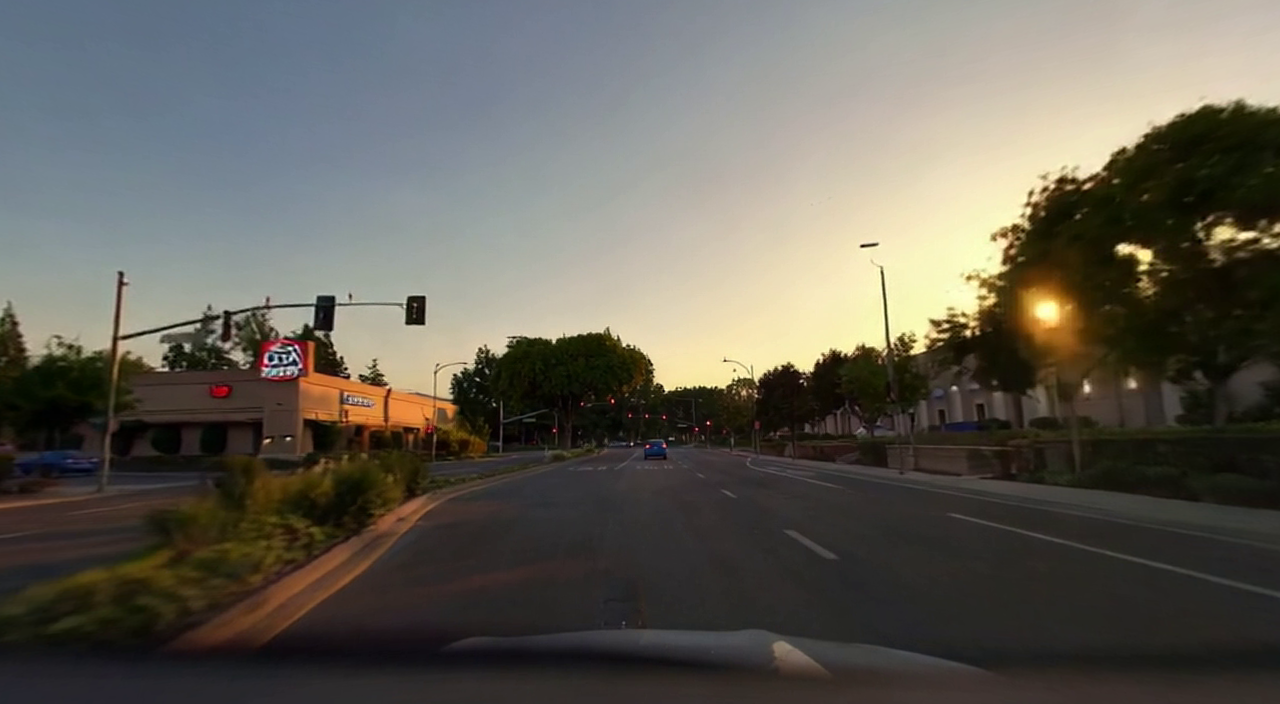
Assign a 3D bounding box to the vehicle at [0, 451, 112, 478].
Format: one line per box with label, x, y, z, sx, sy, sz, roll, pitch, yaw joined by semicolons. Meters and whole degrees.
vehicle;-32.696;6.296;35.346;4.438;1.440;1.782;0;-8;-2
